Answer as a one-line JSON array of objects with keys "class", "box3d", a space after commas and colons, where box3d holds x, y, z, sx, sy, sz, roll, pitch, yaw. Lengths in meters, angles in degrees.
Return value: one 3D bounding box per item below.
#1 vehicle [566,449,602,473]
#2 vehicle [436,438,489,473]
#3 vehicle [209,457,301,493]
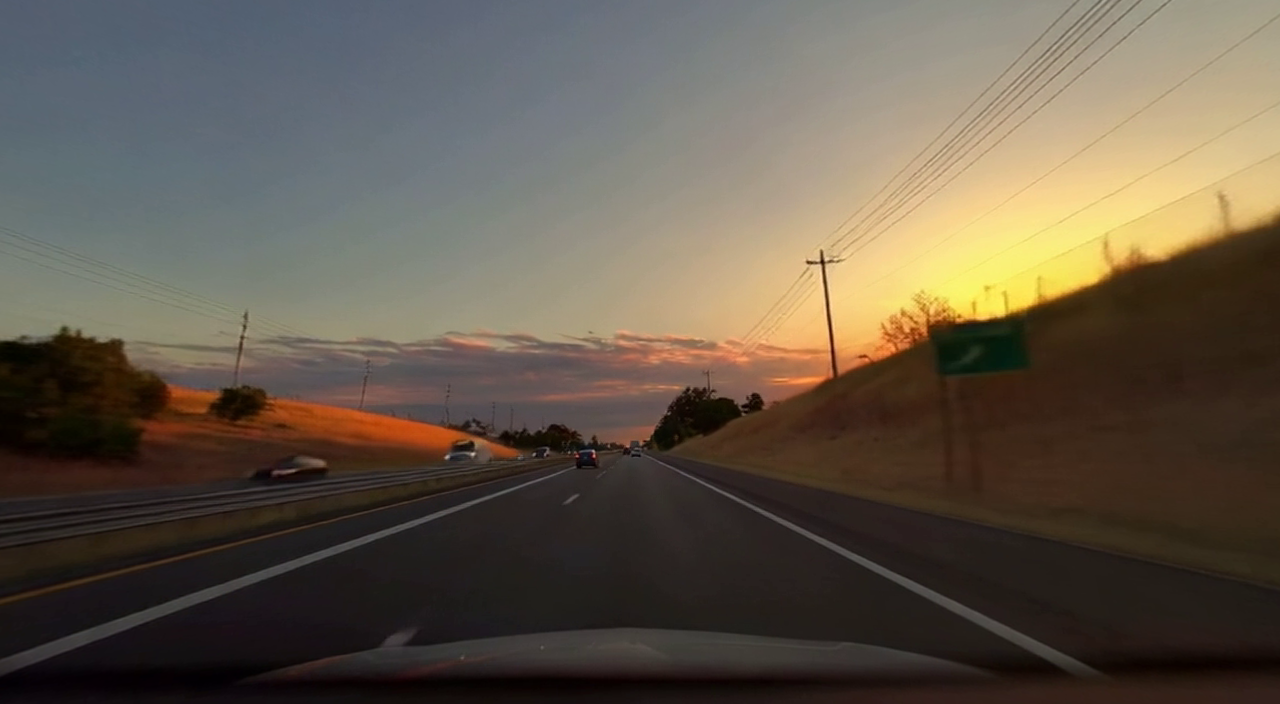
[{"class": "vehicle", "box3d": [-3.824, 7.546, 43.591, 2.123, 1.545, 4.404, 0, -9, 0]}, {"class": "vehicle", "box3d": [-12.999, 7.623, 46.312, 2.329, 2.393, 5.349, 0, -9, 0]}, {"class": "vehicle", "box3d": [-17.034, 5.439, 27.951, 1.778, 1.456, 3.688, 0, -9, 0]}]
